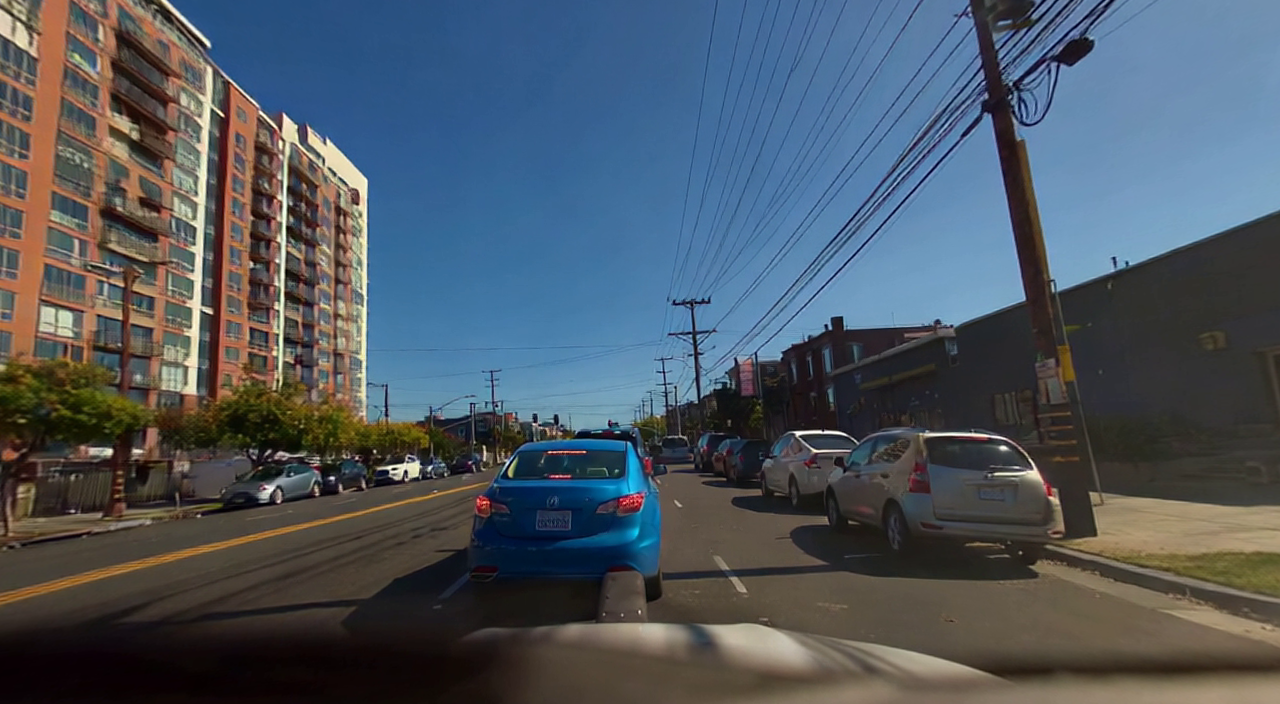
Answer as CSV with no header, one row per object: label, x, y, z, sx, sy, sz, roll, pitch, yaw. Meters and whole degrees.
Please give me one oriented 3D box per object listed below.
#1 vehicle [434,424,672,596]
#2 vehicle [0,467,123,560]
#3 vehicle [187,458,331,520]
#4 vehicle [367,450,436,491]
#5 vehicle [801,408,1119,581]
vehicle,-0.715,1.690,7.733,2.019,1.453,4.603,0,-8,1
vehicle,-11.899,2.903,11.024,1.850,1.487,4.711,-3,-8,-1
vehicle,-11.854,4.240,20.044,1.868,1.491,4.367,-5,-8,0
vehicle,-11.946,5.940,31.935,2.011,1.687,4.079,-5,-8,-3
vehicle,3.791,1.759,8.623,1.967,1.721,4.410,0,-8,-1
